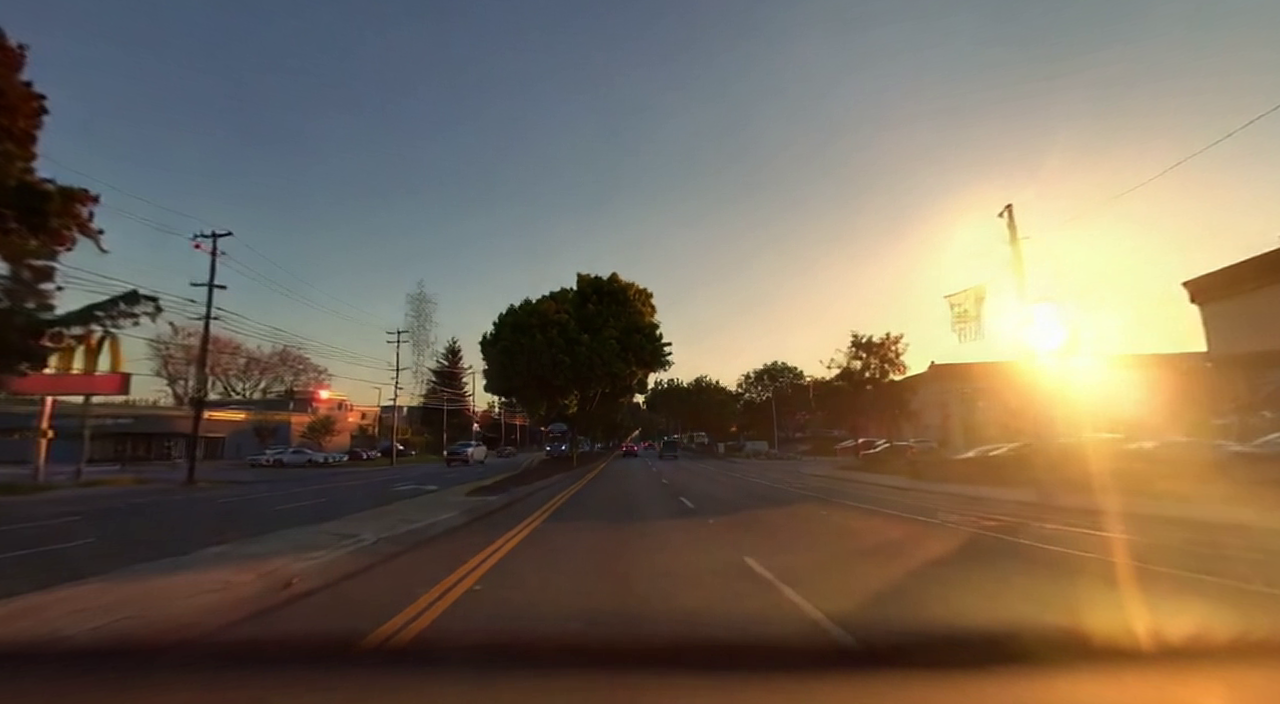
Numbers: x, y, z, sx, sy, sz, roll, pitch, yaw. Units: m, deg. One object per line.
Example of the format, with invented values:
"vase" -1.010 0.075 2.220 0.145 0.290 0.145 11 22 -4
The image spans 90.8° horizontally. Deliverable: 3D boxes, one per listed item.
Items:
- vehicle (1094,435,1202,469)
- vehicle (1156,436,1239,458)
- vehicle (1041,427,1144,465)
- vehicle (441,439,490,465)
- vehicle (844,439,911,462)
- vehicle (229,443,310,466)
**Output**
"vehicle" 27.283 5.359 34.157 2.066 1.655 4.485 -2 -8 1
"vehicle" 40.393 6.921 45.945 1.986 1.538 4.484 0 -8 2
"vehicle" 24.556 5.158 34.550 2.136 1.872 4.695 -1 -9 2
"vehicle" -12.944 7.481 47.300 2.057 1.795 5.300 0 -9 1
"vehicle" 17.700 7.366 47.184 4.264 1.428 1.822 -3 -10 4
"vehicle" -28.899 8.022 49.433 4.886 1.698 2.224 0 -9 -3
